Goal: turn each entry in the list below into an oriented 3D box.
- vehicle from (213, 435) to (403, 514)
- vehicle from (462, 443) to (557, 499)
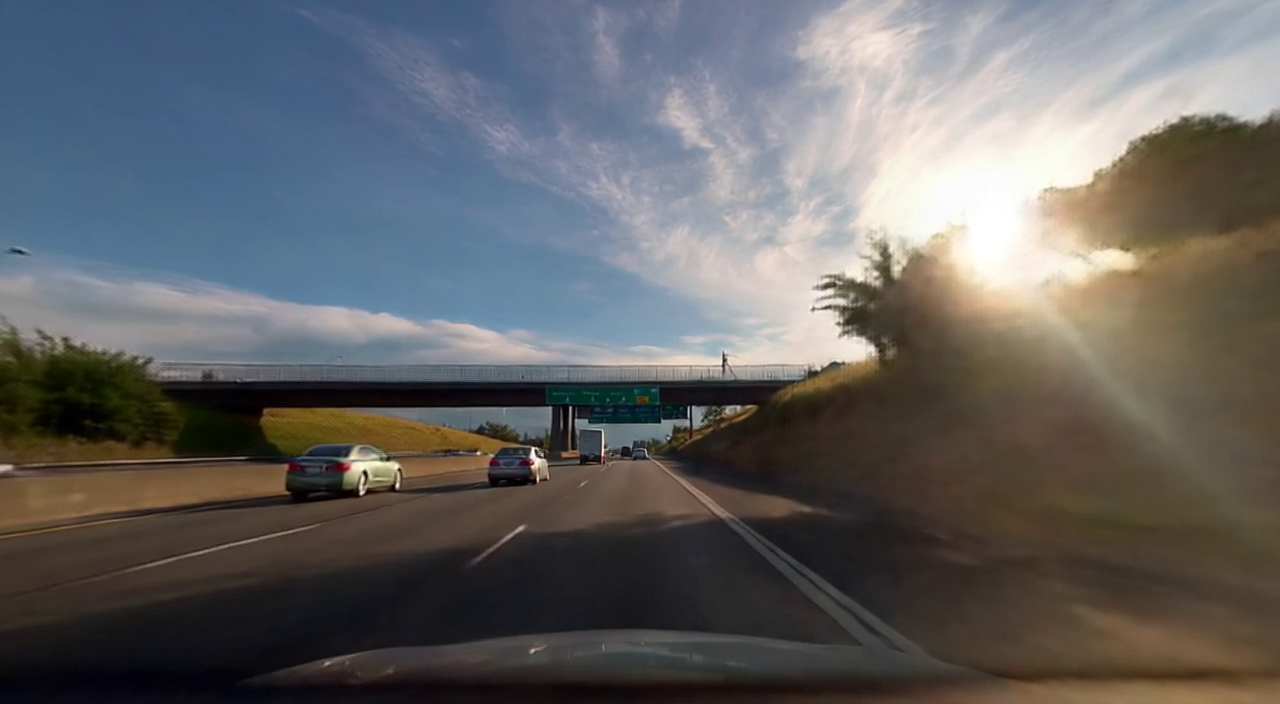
[{"bbox_3d":[-7.437,2.774,14.750,2.091,1.558,4.220,0,-9,0],"label":"vehicle"},{"bbox_3d":[-3.668,3.424,18.450,1.924,1.436,3.915,0,-9,0],"label":"vehicle"}]
